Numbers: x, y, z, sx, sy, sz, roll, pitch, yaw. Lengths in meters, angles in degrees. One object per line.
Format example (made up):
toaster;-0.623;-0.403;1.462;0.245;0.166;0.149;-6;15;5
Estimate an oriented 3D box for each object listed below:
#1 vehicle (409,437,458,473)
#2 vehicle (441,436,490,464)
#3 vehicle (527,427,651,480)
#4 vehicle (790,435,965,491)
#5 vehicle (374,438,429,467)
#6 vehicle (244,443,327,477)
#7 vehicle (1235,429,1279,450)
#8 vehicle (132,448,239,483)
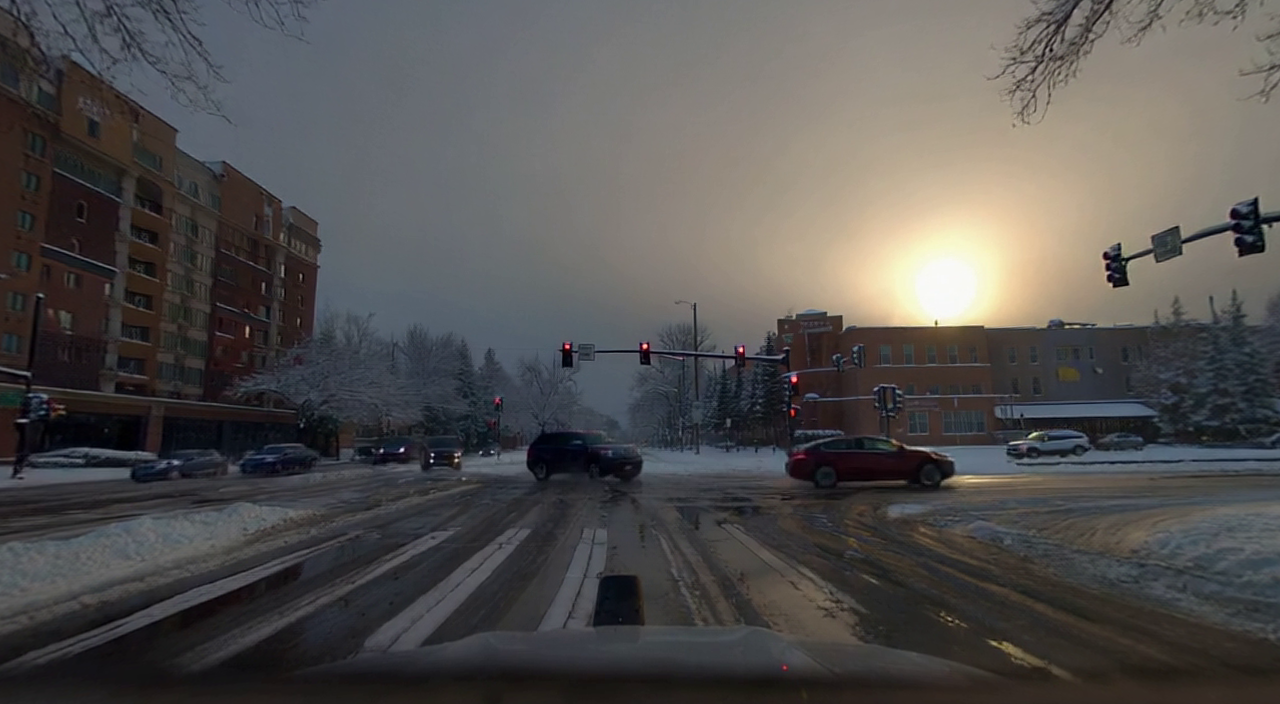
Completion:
vehicle;-10.680;5.272;32.527;1.982;1.678;4.180;3;-9;-22
vehicle;-13.090;7.389;47.670;2.223;1.972;5.310;0;-8;0
vehicle;-2.077;3.988;24.869;4.767;1.877;2.017;-7;-11;39
vehicle;6.891;3.252;18.741;4.532;1.467;2.135;-3;-9;18
vehicle;-16.403;6.970;43.758;1.977;1.878;4.575;0;-9;0
vehicle;-19.739;5.986;35.401;2.088;1.743;4.417;0;-9;0
vehicle;45.687;6.280;45.251;1.786;1.412;4.330;0;-9;0
vehicle;-23.209;5.755;32.515;2.041;1.642;4.628;0;-9;0
